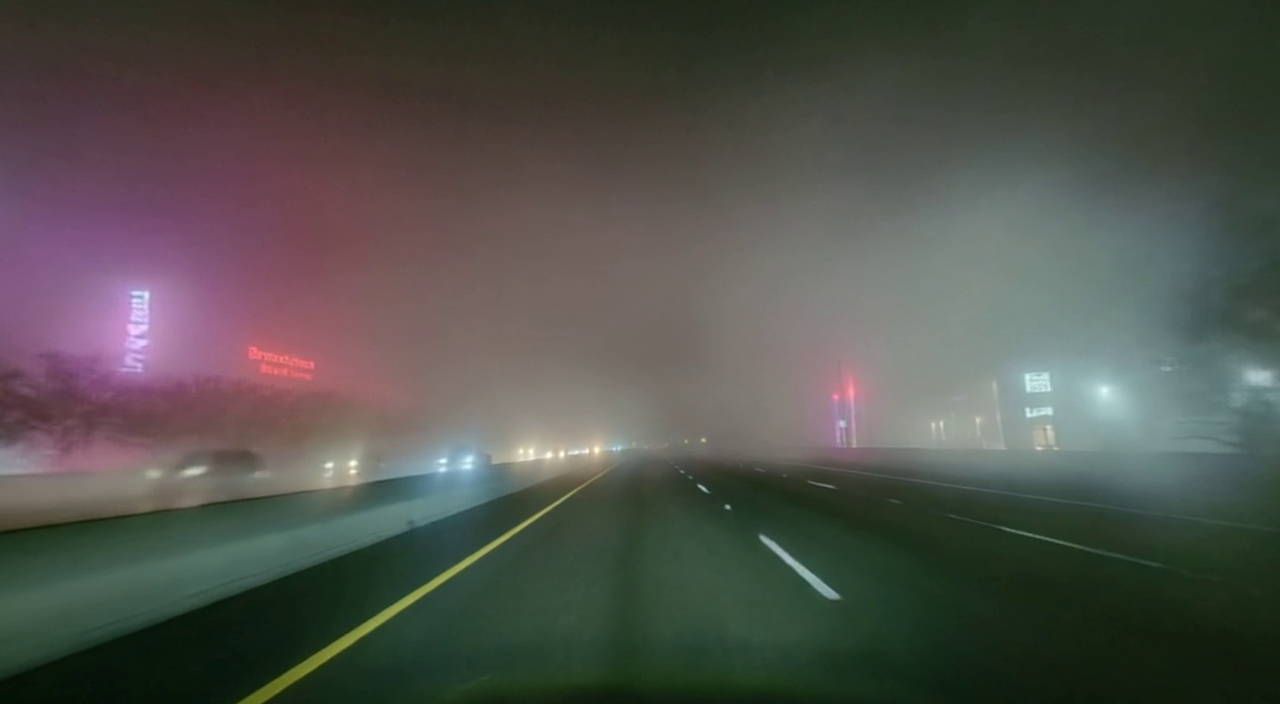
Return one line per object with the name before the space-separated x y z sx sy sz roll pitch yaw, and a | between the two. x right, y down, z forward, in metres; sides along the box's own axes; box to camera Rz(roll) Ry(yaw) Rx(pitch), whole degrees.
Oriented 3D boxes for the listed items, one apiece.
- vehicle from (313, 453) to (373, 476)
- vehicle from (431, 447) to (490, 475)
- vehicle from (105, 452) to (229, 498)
vehicle | -21.074 7.994 44.996 1.912 1.479 4.749 0 -9 1
vehicle | -10.592 6.427 37.565 2.021 1.503 4.874 0 -9 0
vehicle | -19.165 4.951 25.824 2.005 1.665 4.018 0 -9 -1
